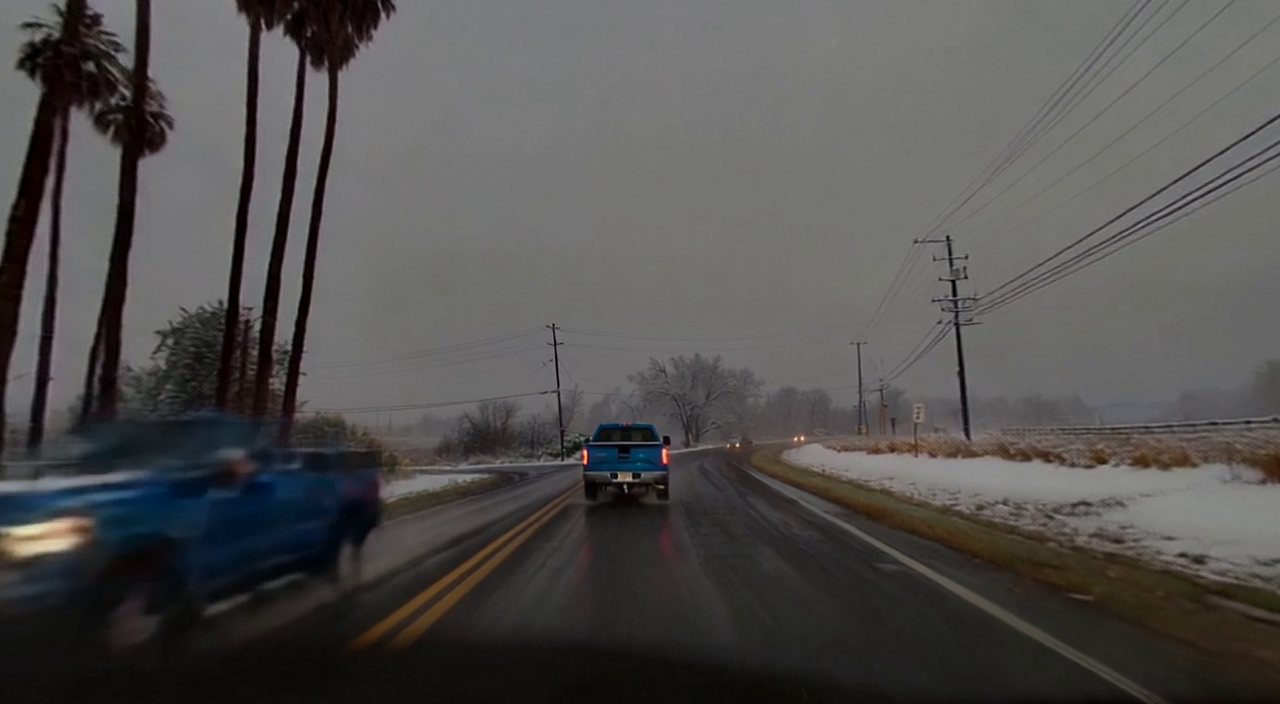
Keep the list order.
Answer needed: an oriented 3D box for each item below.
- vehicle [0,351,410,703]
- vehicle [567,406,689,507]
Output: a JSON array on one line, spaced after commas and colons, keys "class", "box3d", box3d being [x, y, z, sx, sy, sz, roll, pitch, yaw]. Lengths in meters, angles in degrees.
[{"class": "vehicle", "box3d": [-4.159, 1.332, 5.709, 2.276, 1.965, 5.009, 0, -8, 0]}, {"class": "vehicle", "box3d": [-0.306, 2.745, 17.015, 2.693, 2.223, 5.885, 0, -8, -1]}]
